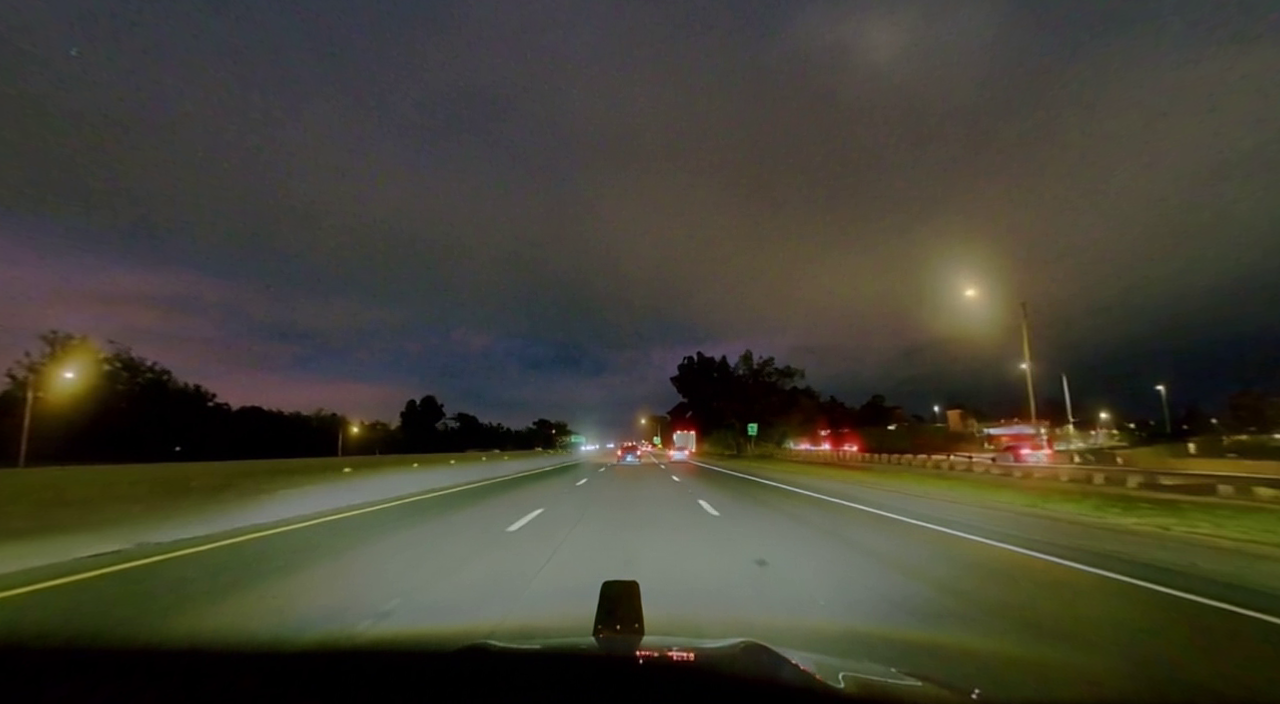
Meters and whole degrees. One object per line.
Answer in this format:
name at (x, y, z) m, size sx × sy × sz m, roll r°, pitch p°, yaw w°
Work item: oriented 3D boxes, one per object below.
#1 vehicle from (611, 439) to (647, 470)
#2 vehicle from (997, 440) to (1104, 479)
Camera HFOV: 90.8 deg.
vehicle at (-0.648, 6.258, 38.723) m, size 2.121 × 1.739 × 4.087 m, roll 0°, pitch -9°, yaw 0°
vehicle at (17.827, 4.685, 27.730) m, size 1.867 × 1.563 × 4.436 m, roll -1°, pitch -9°, yaw 3°
